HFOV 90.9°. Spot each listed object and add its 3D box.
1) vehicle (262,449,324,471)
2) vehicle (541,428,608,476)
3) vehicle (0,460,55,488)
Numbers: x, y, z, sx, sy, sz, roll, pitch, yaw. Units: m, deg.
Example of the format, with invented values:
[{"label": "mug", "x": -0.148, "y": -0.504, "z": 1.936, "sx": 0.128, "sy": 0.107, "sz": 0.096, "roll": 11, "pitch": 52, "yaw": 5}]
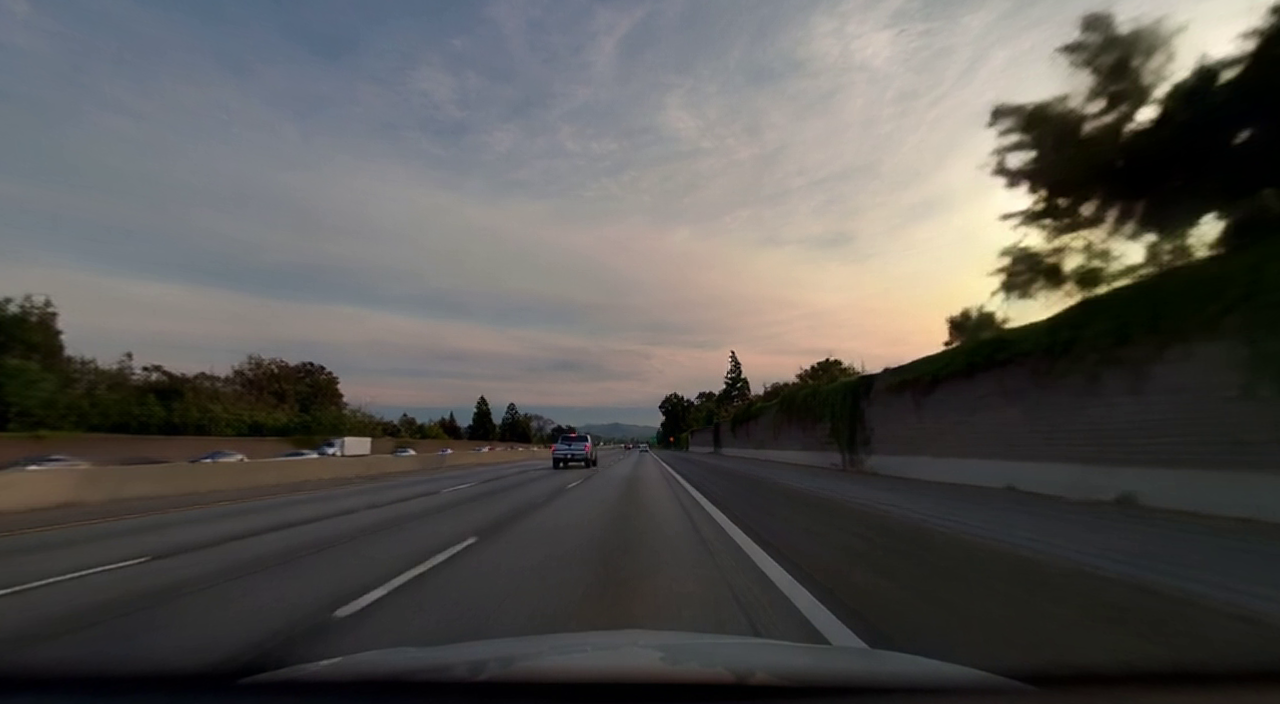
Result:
[{"label": "vehicle", "x": -25.574, "y": 7.940, "z": 46.649, "sx": 1.916, "sy": 1.489, "sz": 4.504, "roll": 0, "pitch": -9, "yaw": 1}, {"label": "vehicle", "x": -3.115, "y": 4.978, "z": 31.575, "sx": 2.604, "sy": 2.170, "sz": 6.271, "roll": 0, "pitch": -9, "yaw": 1}, {"label": "vehicle", "x": -36.219, "y": 6.915, "z": 35.819, "sx": 1.727, "sy": 1.445, "sz": 4.404, "roll": 0, "pitch": -9, "yaw": 0}]
